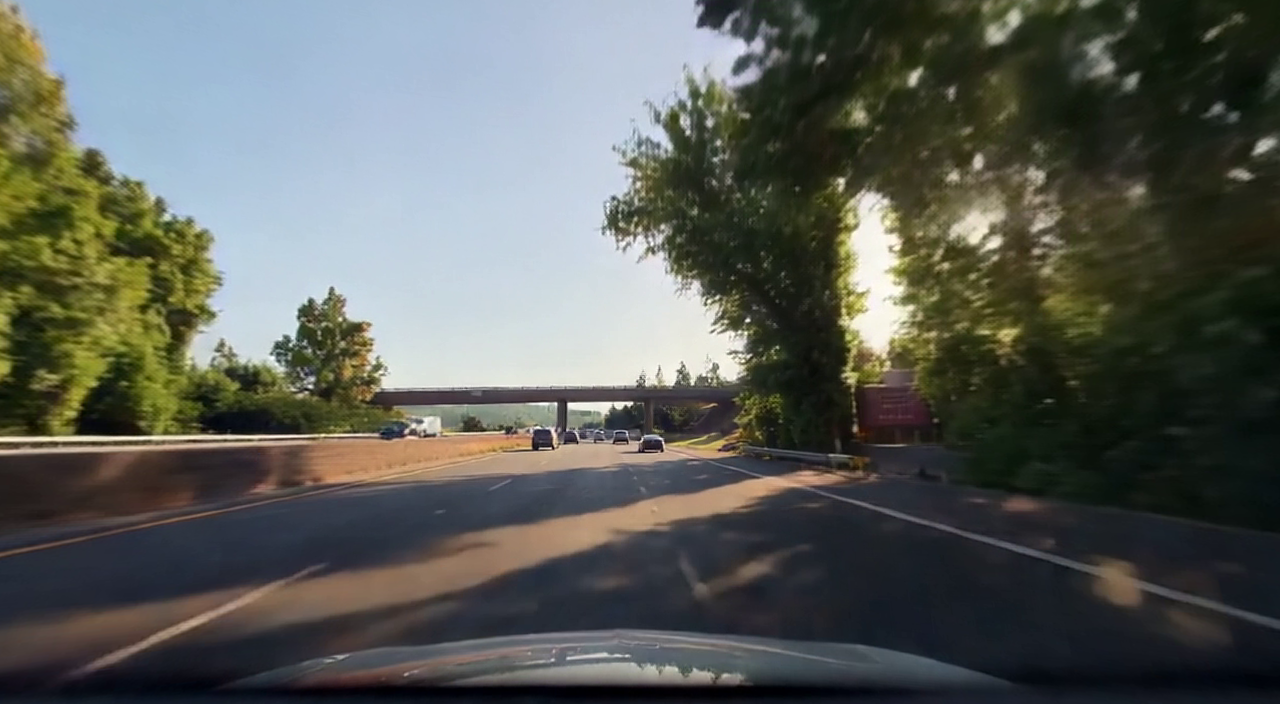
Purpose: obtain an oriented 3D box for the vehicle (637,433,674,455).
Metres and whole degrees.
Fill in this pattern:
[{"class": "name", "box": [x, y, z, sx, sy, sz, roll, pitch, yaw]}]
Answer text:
[{"class": "vehicle", "box": [0.933, 5.902, 40.424, 1.999, 1.329, 3.913, 1, -8, -4]}]
